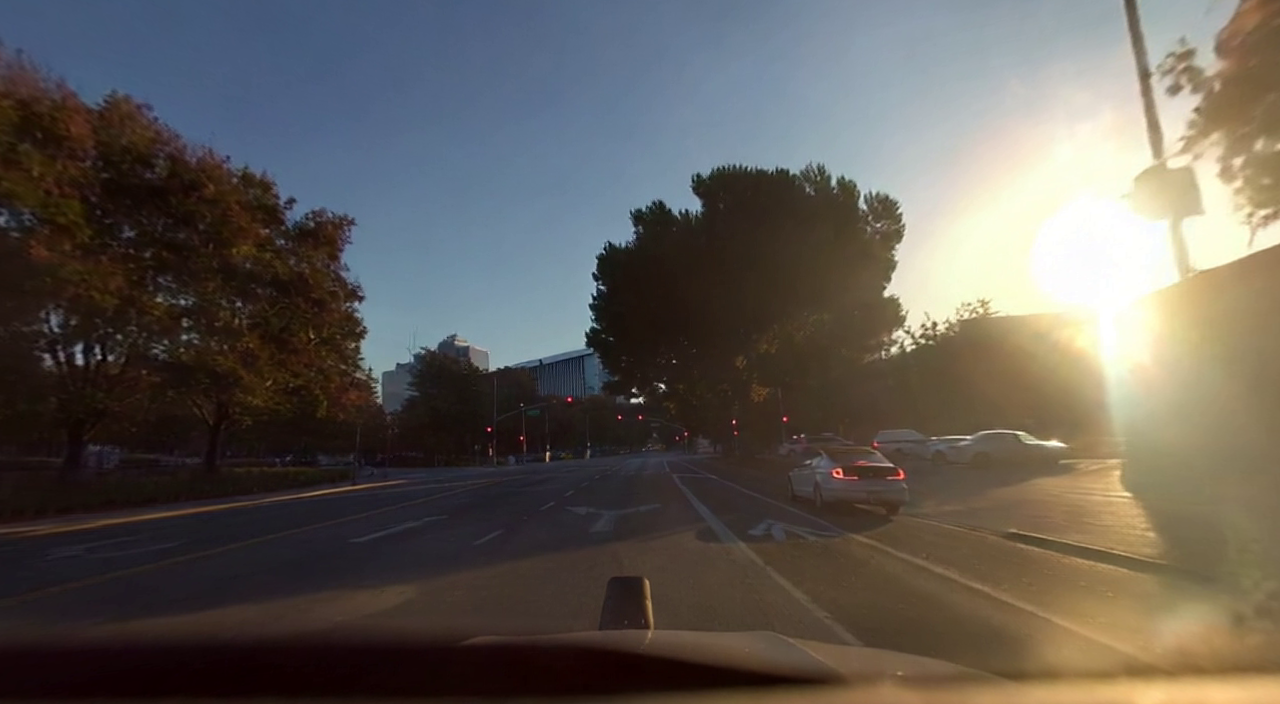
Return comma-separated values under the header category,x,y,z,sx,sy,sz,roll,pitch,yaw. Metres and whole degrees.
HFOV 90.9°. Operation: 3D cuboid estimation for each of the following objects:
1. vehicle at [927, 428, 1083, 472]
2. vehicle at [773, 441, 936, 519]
category,x,y,z,sx,sy,sz,roll,pitch,yaw
vehicle,12.591,3.400,21.947,4.227,1.451,1.874,0,-8,2
vehicle,4.483,2.735,14.106,2.006,1.448,4.671,0,-8,0
